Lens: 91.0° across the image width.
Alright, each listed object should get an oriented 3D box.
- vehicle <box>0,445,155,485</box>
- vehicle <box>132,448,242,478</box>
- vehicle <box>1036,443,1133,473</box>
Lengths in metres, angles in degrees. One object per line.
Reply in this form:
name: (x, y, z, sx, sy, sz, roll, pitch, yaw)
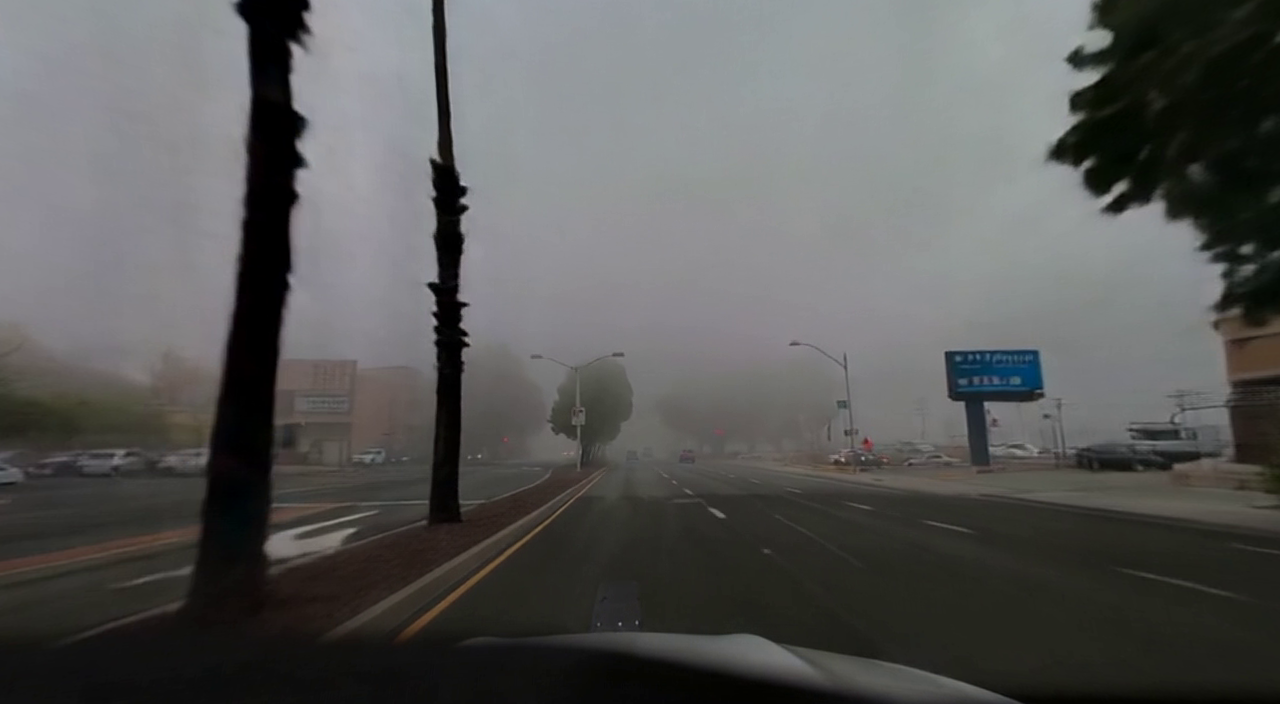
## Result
vehicle: (-32.027, 6.404, 35.955, 6.216, 2.077, 2.806, 0, -9, 1)
vehicle: (-30.601, 7.497, 42.689, 5.493, 1.979, 2.437, 0, -9, -2)
vehicle: (24.159, 5.742, 34.447, 1.881, 1.509, 4.448, 0, -9, -3)
